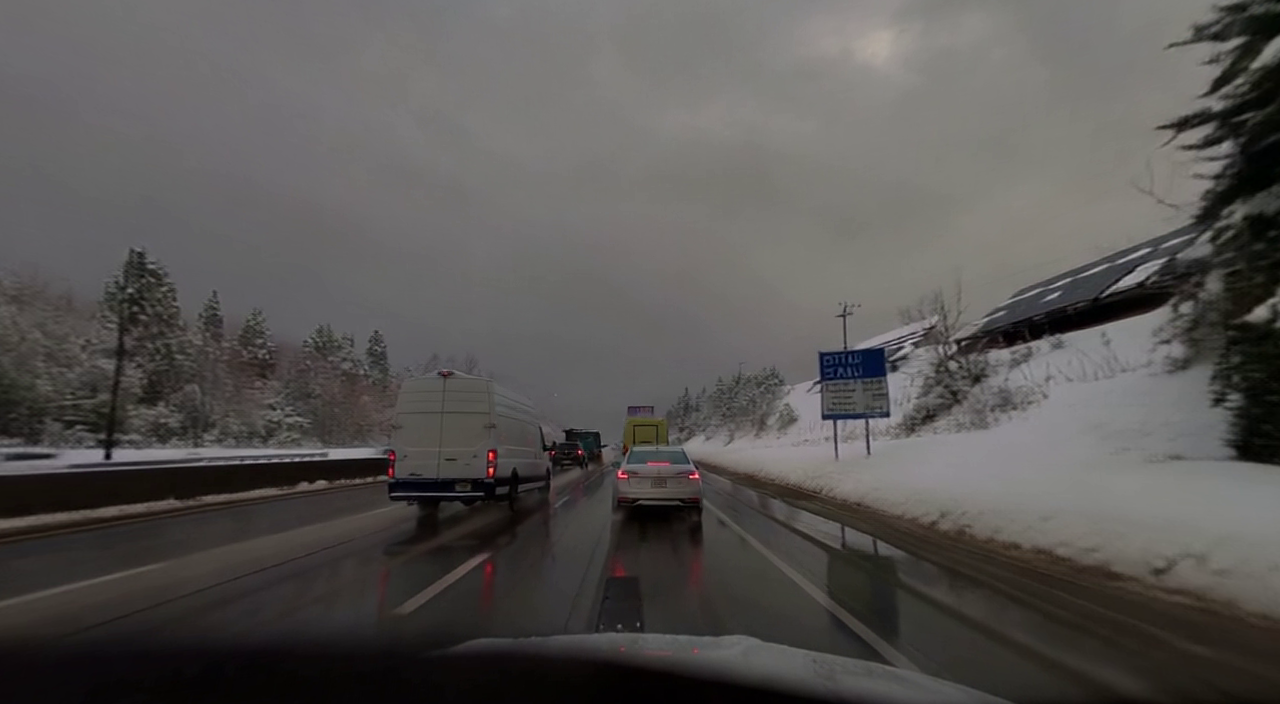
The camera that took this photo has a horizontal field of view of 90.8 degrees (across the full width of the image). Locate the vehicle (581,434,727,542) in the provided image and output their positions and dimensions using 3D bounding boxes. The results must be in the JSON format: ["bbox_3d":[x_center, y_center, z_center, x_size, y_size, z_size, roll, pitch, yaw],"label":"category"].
[{"bbox_3d":[0.185,2.201,10.742,2.063,1.507,3.488,0,-9,0],"label":"vehicle"}]

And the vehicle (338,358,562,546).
[{"bbox_3d":[-3.199,1.970,12.681,2.289,2.757,6.726,0,-9,1],"label":"vehicle"}]
